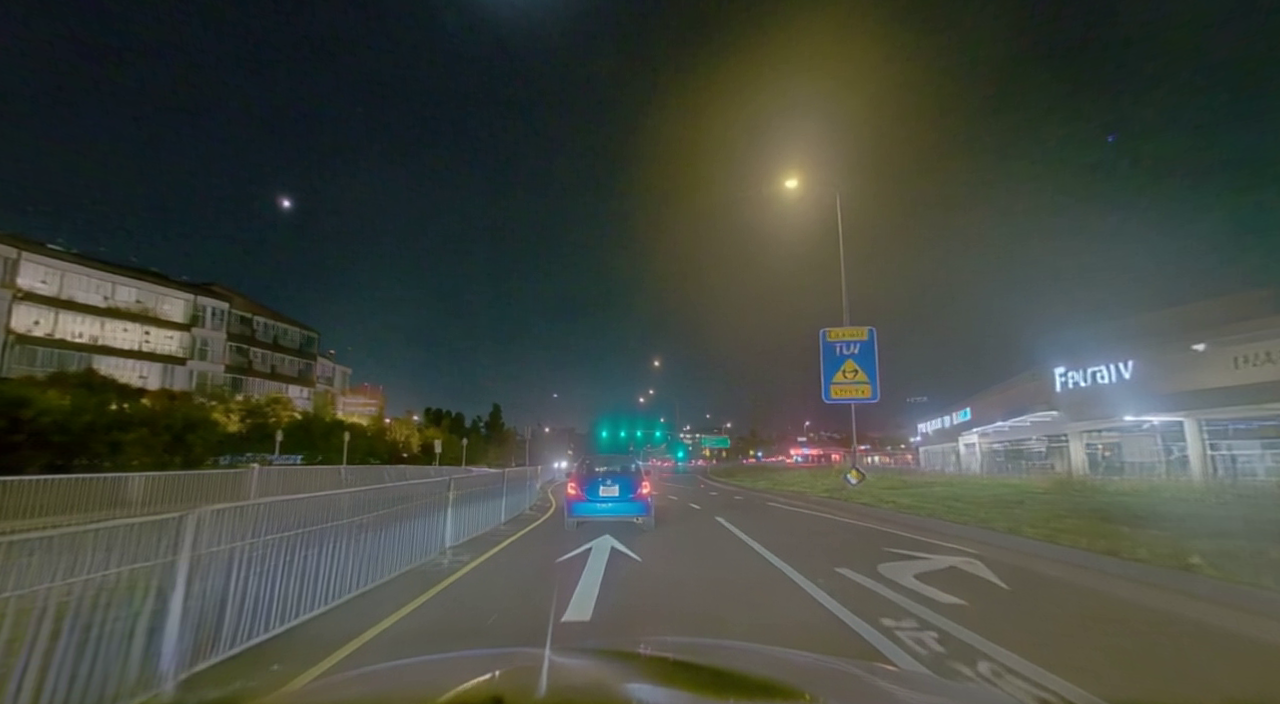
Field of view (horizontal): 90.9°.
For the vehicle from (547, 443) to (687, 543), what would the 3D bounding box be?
[{"bbox_3d":[-0.415,2.387,11.306,2.063,1.442,3.933,0,-9,-2],"label":"vehicle"}]
